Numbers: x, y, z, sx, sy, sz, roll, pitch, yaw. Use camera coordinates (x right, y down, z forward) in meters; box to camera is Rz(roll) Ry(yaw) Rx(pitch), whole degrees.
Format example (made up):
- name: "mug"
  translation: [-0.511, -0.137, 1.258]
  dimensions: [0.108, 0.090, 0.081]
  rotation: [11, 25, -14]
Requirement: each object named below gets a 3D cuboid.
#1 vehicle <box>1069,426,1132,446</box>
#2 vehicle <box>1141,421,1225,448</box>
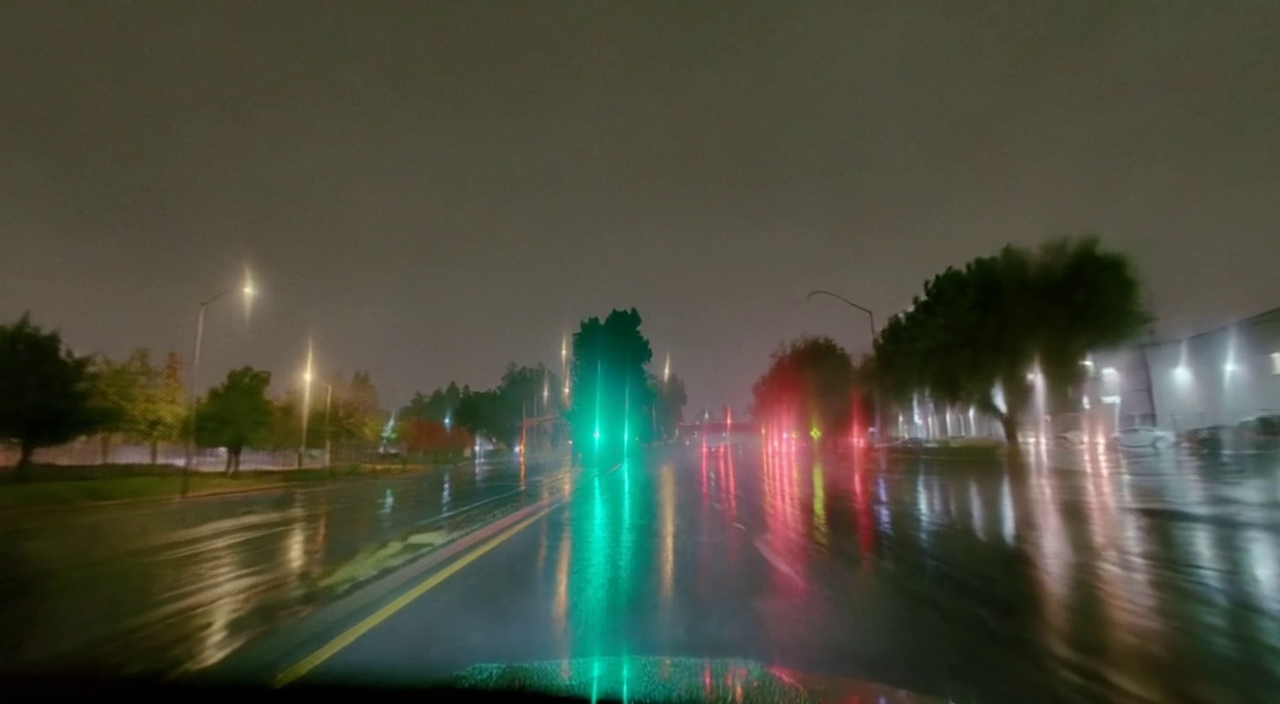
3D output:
- name: "vehicle"
  translation: [34.188, 6.248, 46.934]
  dimensions: [3.693, 1.473, 1.643]
  rotation: [2, -9, -14]
- name: "vehicle"
  translation: [36.063, 5.488, 41.962]
  dimensions: [4.540, 1.717, 1.926]
  rotation: [2, -9, -16]
